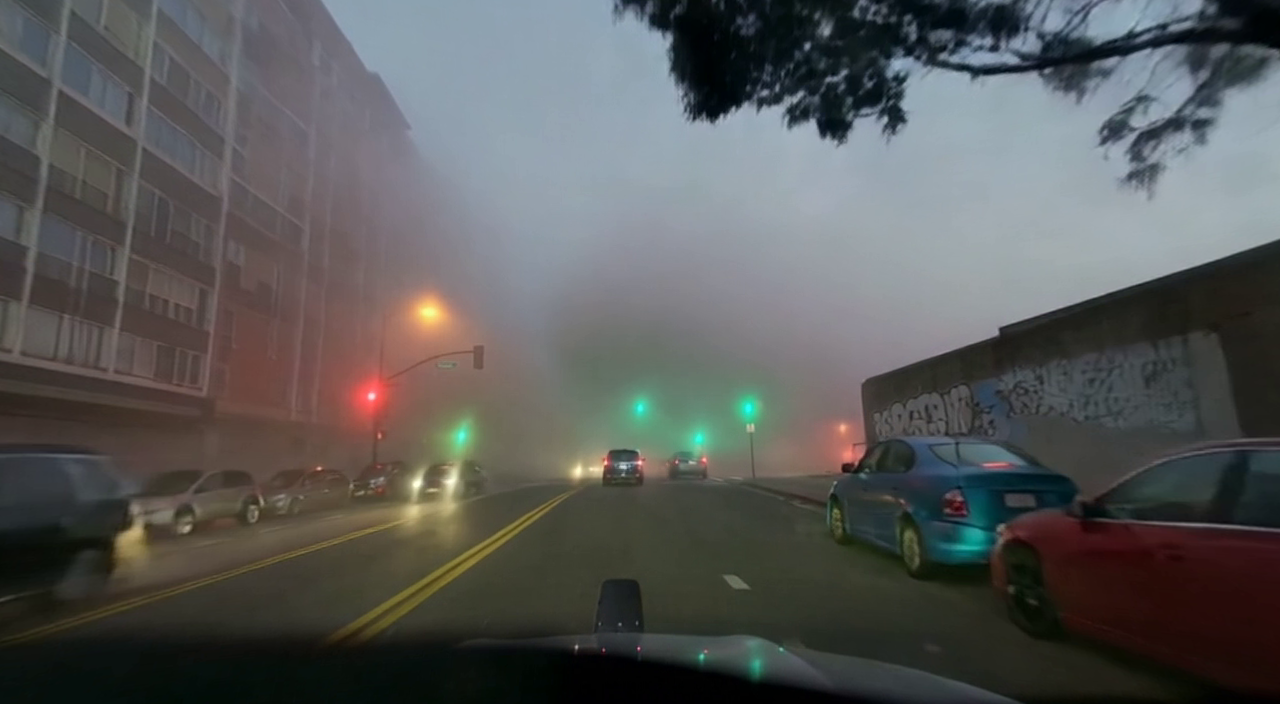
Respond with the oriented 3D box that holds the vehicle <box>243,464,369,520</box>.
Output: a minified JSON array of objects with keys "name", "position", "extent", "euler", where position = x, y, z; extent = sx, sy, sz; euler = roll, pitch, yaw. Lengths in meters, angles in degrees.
[{"name":"vehicle","position":[-11.203,4.692,21.648],"extent":[1.931,1.499,4.645],"euler":[-2,-8,-2]}]

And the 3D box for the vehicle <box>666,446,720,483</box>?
[{"name":"vehicle","position":[2.834,5.810,32.976],"extent":[2.207,1.761,4.292],"euler":[-2,-9,13]}]

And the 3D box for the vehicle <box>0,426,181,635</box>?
[{"name":"vehicle","position":[-6.473,1.493,5.172],"extent":[2.147,1.747,4.409],"euler":[0,-8,-1]}]

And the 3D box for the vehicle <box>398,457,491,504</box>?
[{"name":"vehicle","position":[-6.820,4.511,22.593],"extent":[2.040,1.402,4.237],"euler":[0,-8,-1]}]

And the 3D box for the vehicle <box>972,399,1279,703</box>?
[{"name":"vehicle","position":[4.137,1.135,3.499],"extent":[2.032,1.687,4.374],"euler":[0,-8,-3]}]

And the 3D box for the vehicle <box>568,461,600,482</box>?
[{"name":"vehicle","position":[-4.319,9.312,49.492],"extent":[2.095,1.447,4.202],"euler":[0,-8,0]}]

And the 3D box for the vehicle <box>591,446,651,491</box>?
[{"name":"vehicle","position":[-0.713,4.547,25.058],"extent":[2.166,1.579,4.300],"euler":[0,-8,-1]}]
